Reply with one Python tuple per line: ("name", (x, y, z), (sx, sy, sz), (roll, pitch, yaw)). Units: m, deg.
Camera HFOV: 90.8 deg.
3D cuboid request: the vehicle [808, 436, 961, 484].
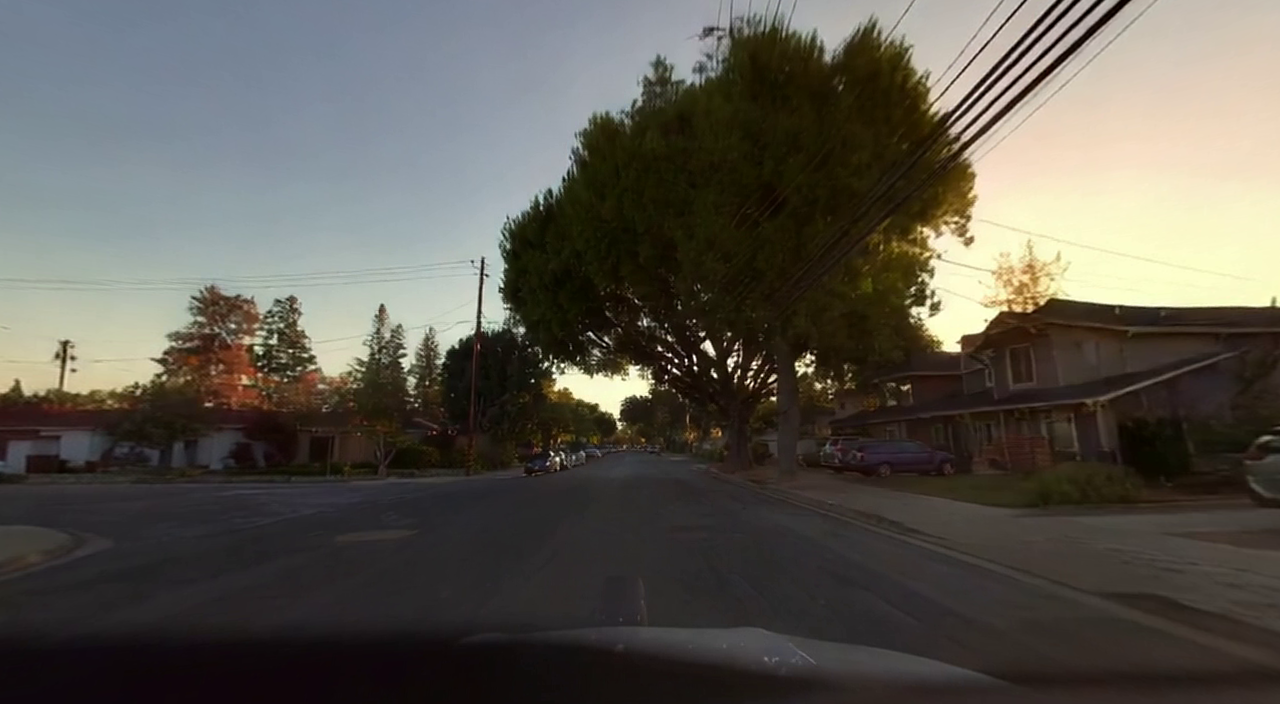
("vehicle", (9.079, 4.043, 23.840), (4.846, 1.577, 2.146), (-1, -9, 0))
